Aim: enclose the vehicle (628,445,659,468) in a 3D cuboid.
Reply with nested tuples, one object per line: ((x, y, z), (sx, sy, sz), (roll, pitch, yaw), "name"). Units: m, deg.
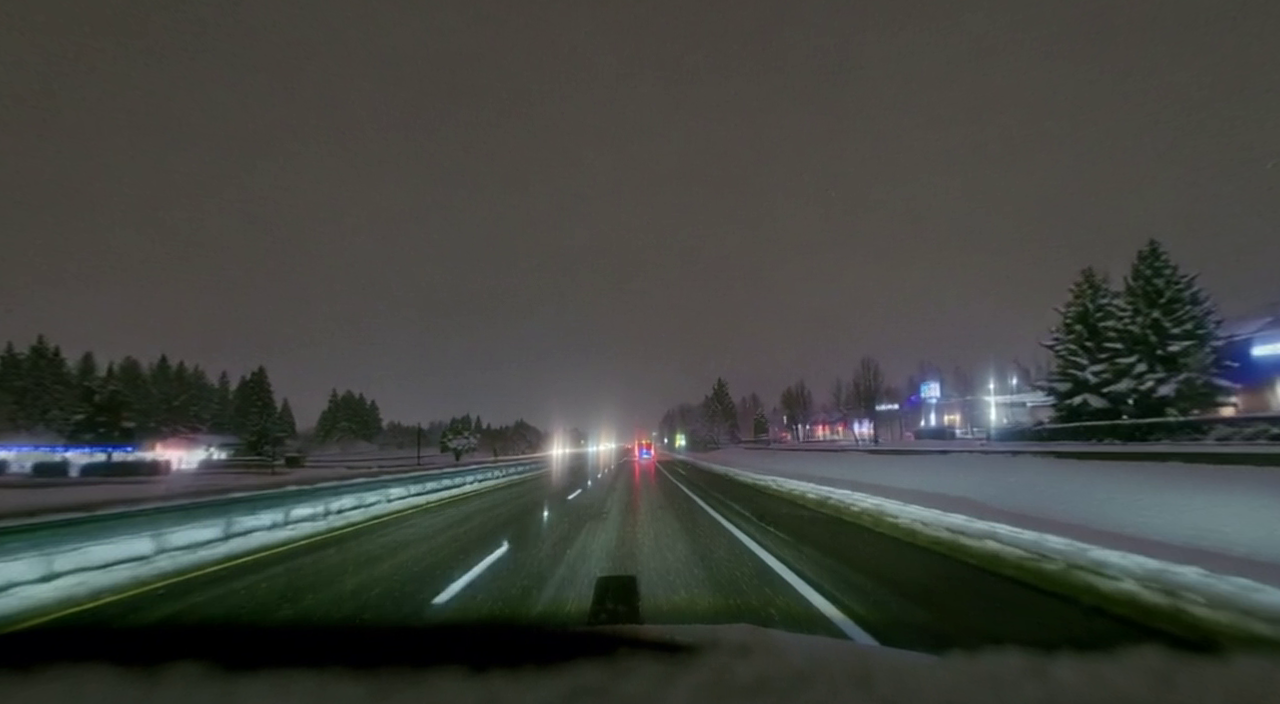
((0.257, 7.394, 44.443), (2.014, 1.507, 3.960), (-1, -9, 0), "vehicle")
